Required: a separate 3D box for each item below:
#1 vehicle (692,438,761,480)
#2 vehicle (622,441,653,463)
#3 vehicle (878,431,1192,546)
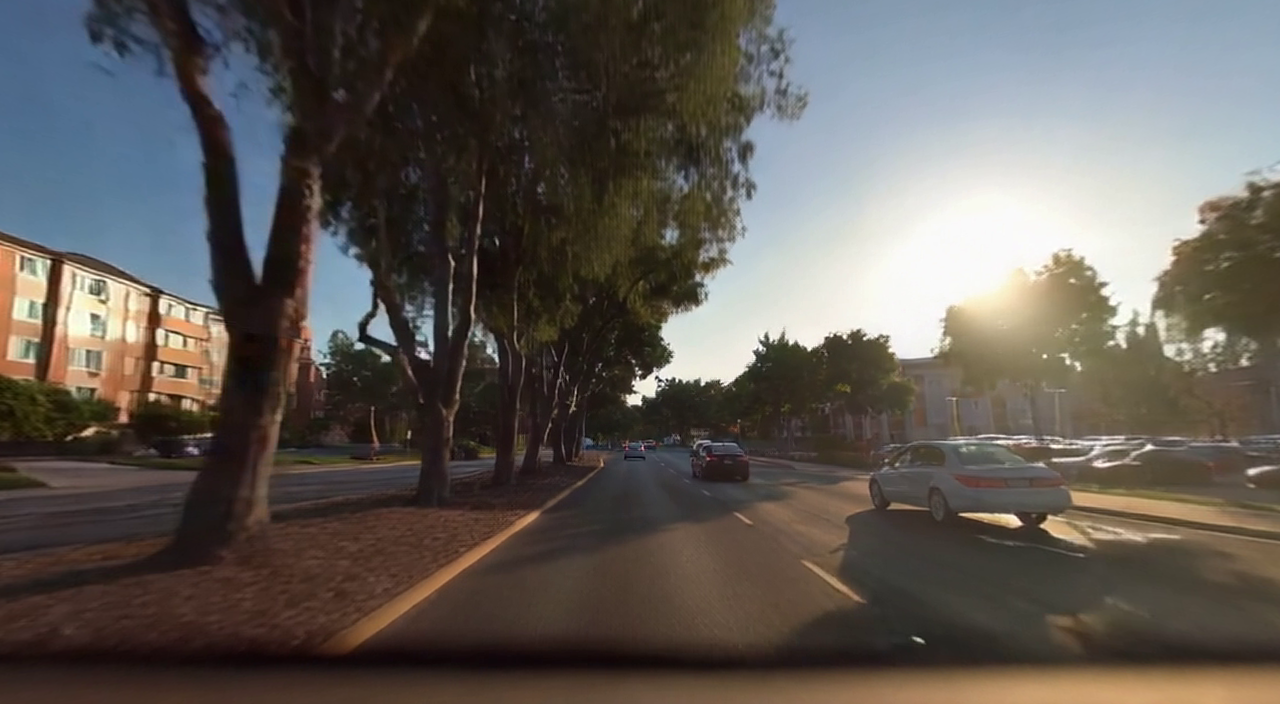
[{"bbox_3d":[3.320,4.240,25.266,1.953,1.514,4.672,0,-8,-2],"label":"vehicle"},{"bbox_3d":[-0.244,7.059,44.583,2.095,1.456,3.873,0,-8,-1],"label":"vehicle"},{"bbox_3d":[6.233,2.181,10.879,2.098,1.507,4.655,1,-9,-5],"label":"vehicle"}]
